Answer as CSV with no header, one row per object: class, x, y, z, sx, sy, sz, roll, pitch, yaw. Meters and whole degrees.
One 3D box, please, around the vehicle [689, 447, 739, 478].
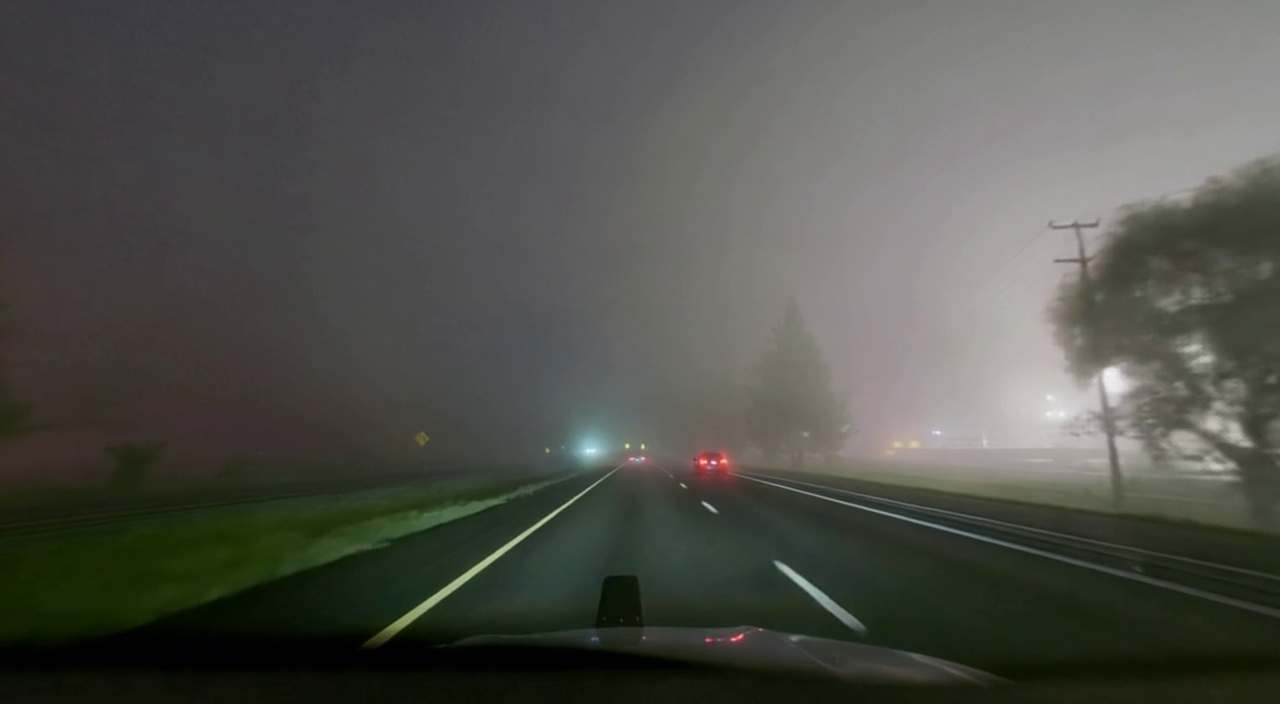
vehicle,3.922,5.919,33.906,2.115,1.522,4.330,0,-9,-1
